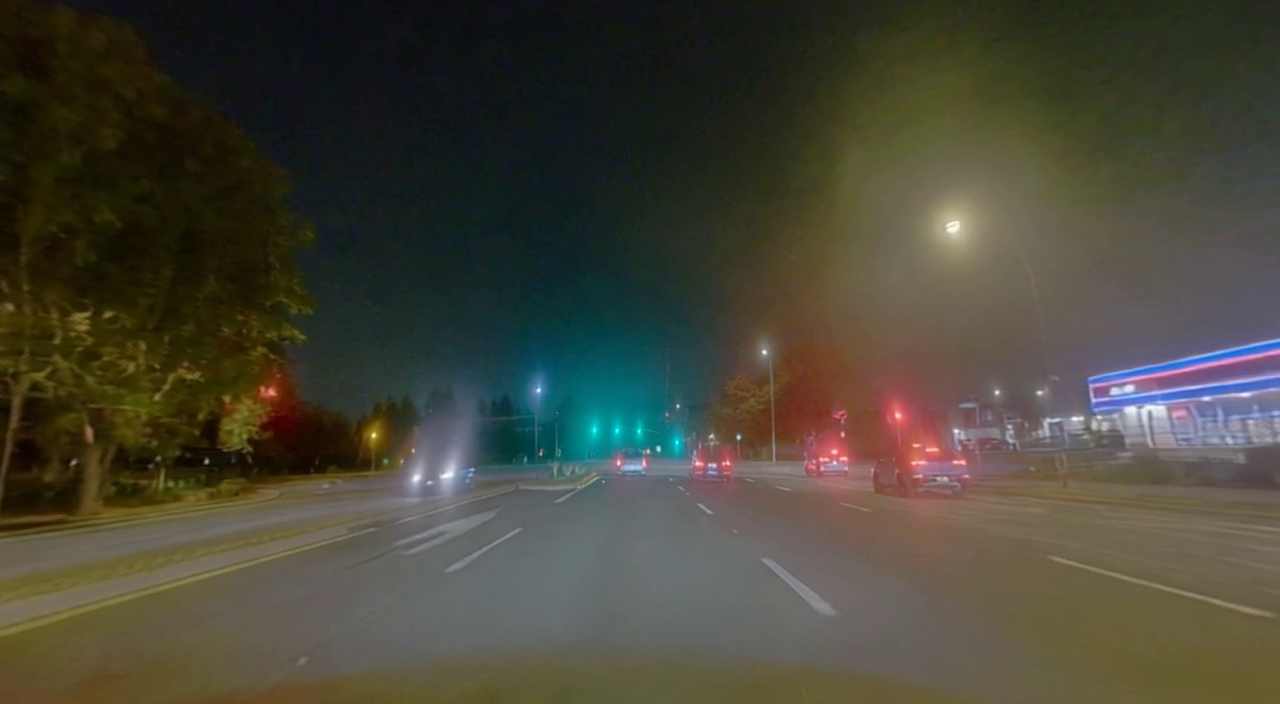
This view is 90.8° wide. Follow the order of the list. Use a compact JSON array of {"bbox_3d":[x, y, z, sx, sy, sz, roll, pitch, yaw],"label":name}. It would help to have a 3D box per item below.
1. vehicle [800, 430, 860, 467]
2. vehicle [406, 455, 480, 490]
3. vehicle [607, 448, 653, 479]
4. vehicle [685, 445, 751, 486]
[{"bbox_3d":[13.315,6.816,44.478,3.340,2.479,2.547,0,-9,-1],"label":"vehicle"},{"bbox_3d":[-9.592,5.888,31.211,2.140,1.549,4.590,-1,-9,0],"label":"vehicle"},{"bbox_3d":[-0.498,5.820,33.235,2.242,1.474,4.127,-1,-9,0],"label":"vehicle"},{"bbox_3d":[3.086,4.639,26.162,2.057,1.491,4.675,-1,-9,-1],"label":"vehicle"}]
